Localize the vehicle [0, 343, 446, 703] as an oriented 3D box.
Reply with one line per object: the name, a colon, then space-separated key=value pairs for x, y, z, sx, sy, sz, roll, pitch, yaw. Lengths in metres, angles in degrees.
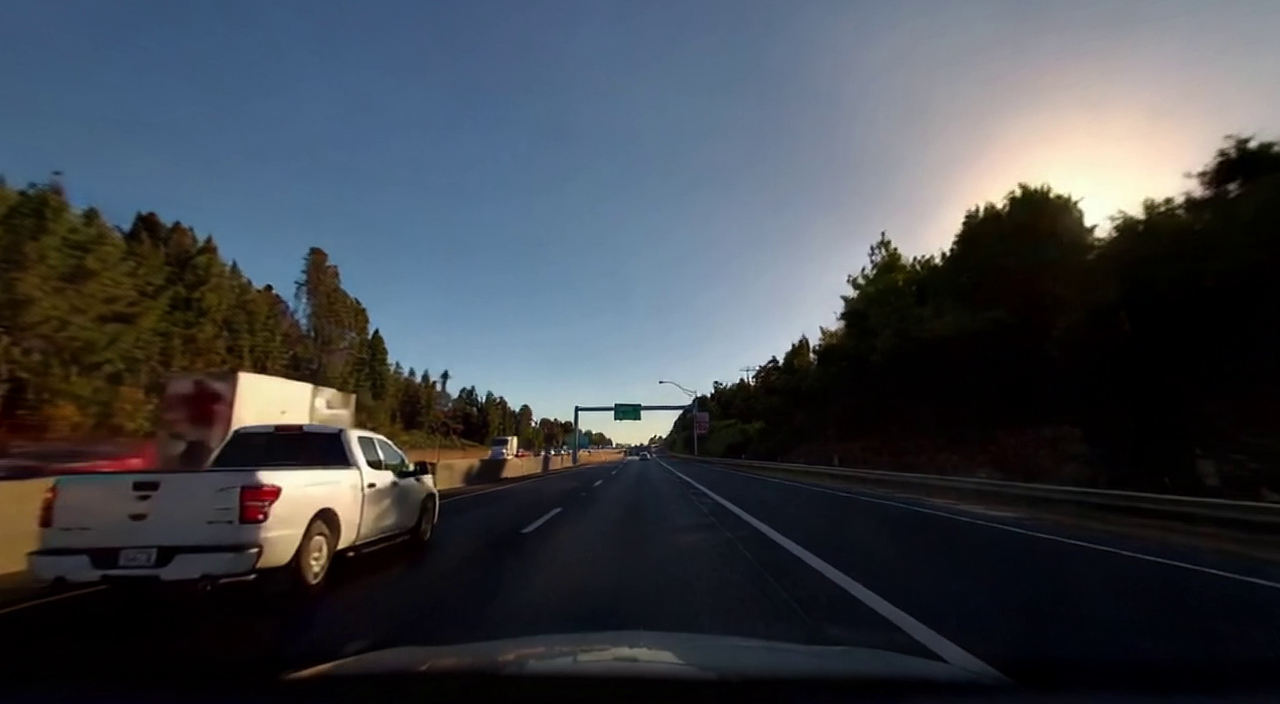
vehicle: x=-3.671 y=1.287 z=5.536 sx=2.214 sy=1.872 sz=5.179 roll=0 pitch=-9 yaw=1
